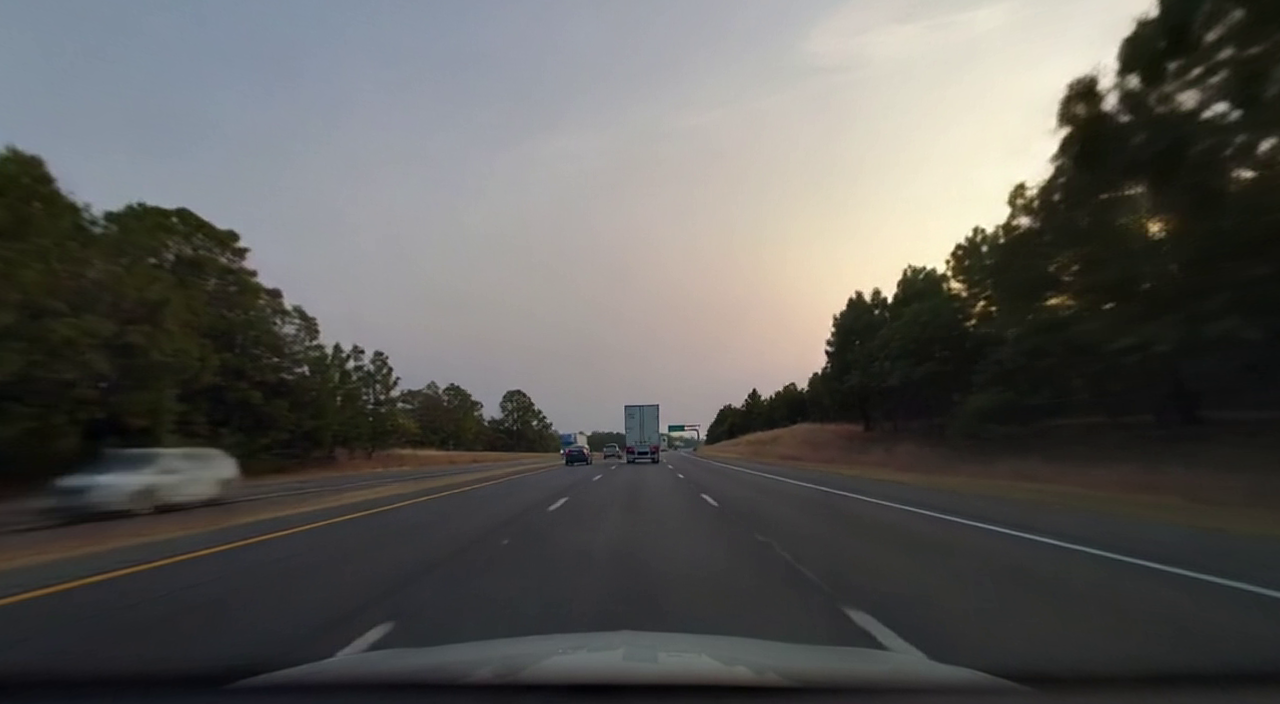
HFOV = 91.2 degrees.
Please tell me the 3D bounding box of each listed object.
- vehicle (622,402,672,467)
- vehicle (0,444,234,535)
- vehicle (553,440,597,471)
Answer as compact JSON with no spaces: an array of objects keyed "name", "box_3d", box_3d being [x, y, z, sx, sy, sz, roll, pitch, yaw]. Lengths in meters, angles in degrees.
[{"name":"vehicle","box_3d":[0.390,6.026,44.864,3.100,4.091,10.664,0,-9,0]},{"name":"vehicle","box_3d":[-10.402,2.611,12.506,1.845,1.488,4.104,0,-9,0]},{"name":"vehicle","box_3d":[-3.657,5.922,35.924,2.112,1.645,4.129,0,-9,0]}]
